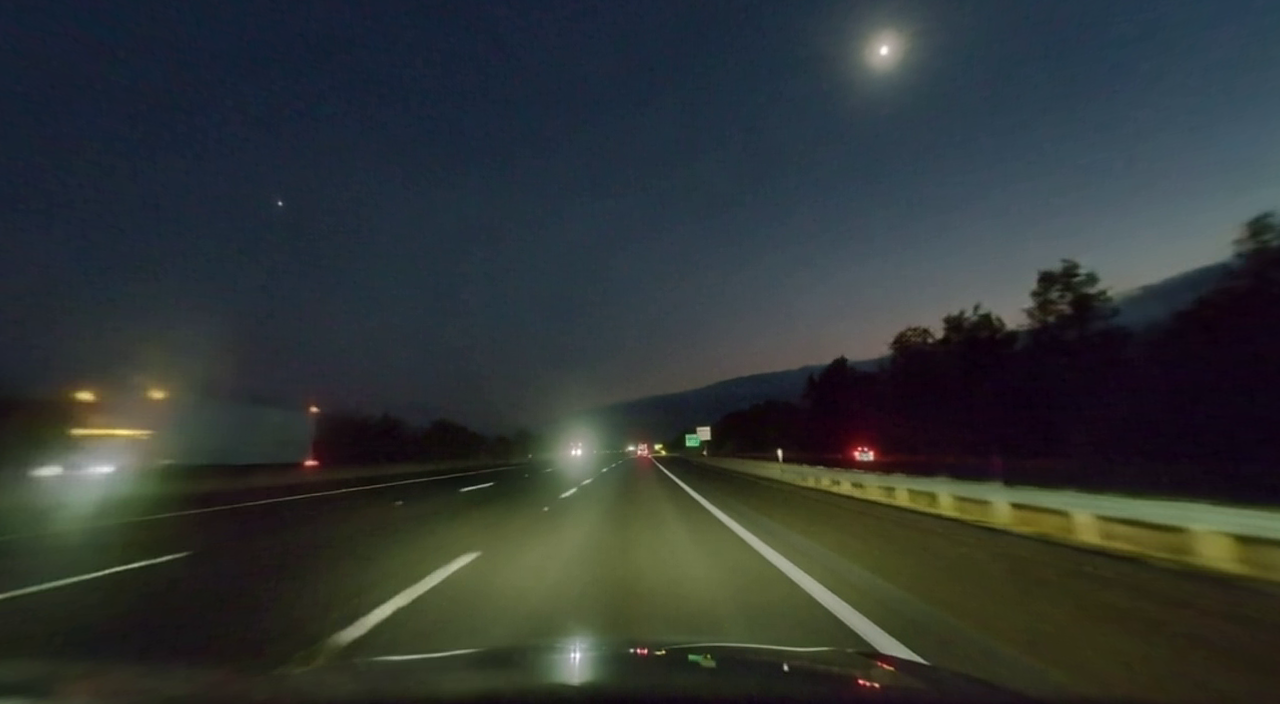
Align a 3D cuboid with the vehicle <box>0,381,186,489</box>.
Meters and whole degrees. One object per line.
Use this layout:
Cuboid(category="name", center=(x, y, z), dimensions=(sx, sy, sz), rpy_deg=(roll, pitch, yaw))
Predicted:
Cuboid(category="vehicle", center=(-23.135, 3.563, 26.636), dimensions=(3.057, 4.001, 6.024), rpy_deg=(-1, -9, 0))
